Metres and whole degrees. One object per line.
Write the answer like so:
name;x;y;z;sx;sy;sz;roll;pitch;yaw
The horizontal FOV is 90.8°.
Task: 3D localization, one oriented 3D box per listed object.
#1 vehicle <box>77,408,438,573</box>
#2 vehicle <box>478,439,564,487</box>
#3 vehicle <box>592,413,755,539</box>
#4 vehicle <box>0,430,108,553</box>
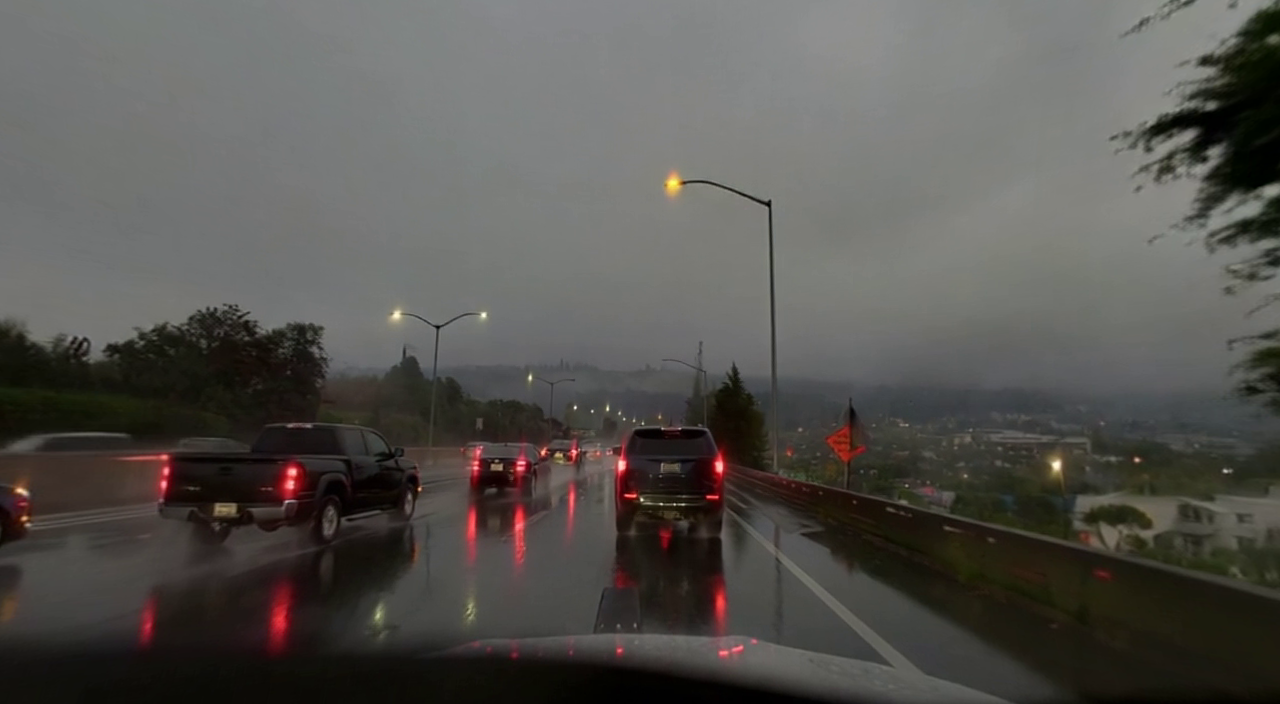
vehicle;-4.730;1.775;8.836;2.076;1.688;4.334;-1;-9;5
vehicle;-3.943;3.741;21.656;1.868;1.470;4.105;-1;-9;4
vehicle;0.520;2.050;10.983;2.235;1.716;4.435;-1;-9;2
vehicle;-8.917;1.618;7.067;1.892;1.498;4.417;-1;-9;3
